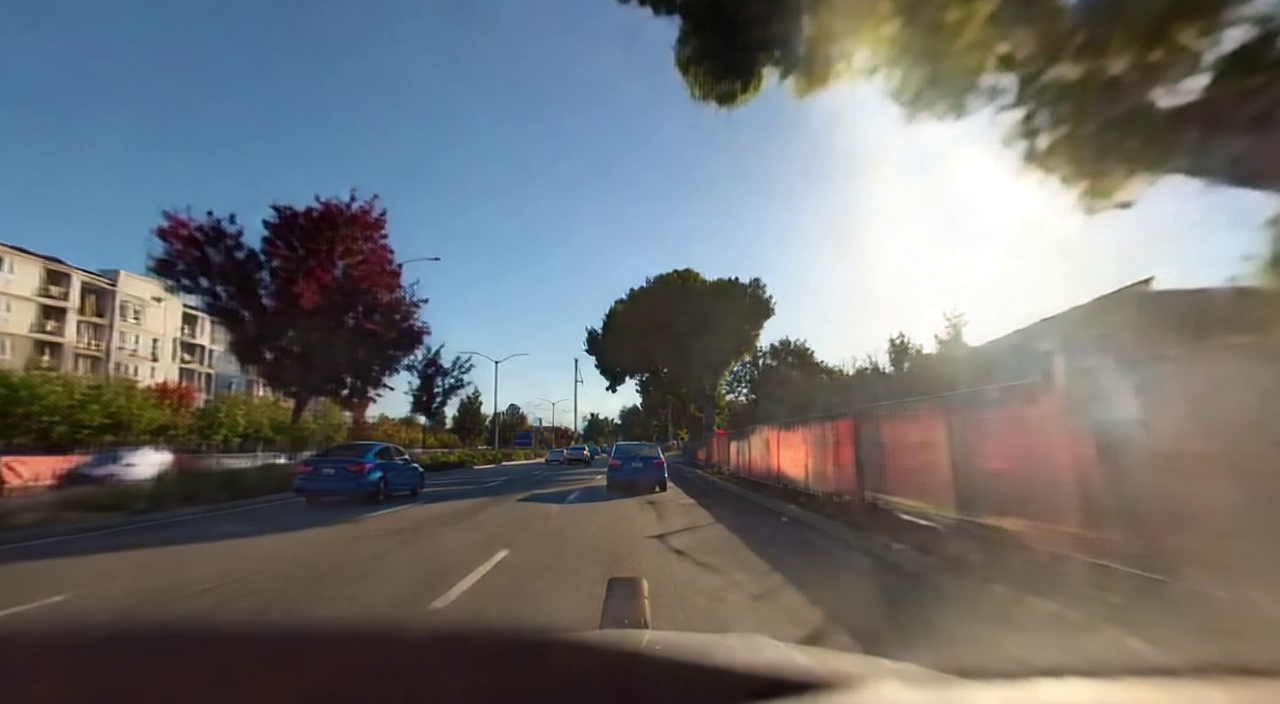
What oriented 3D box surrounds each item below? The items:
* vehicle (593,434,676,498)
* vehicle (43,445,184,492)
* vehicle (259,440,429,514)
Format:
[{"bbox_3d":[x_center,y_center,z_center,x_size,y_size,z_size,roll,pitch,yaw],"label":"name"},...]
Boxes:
[{"bbox_3d":[-0.196,3.362,18.914,2.227,1.654,4.091,0,-9,-1],"label":"vehicle"},{"bbox_3d":[-22.720,5.016,27.527,2.017,1.845,4.788,0,-9,-1],"label":"vehicle"},{"bbox_3d":[-6.809,2.896,15.143,1.877,1.479,4.430,0,-9,1],"label":"vehicle"}]
